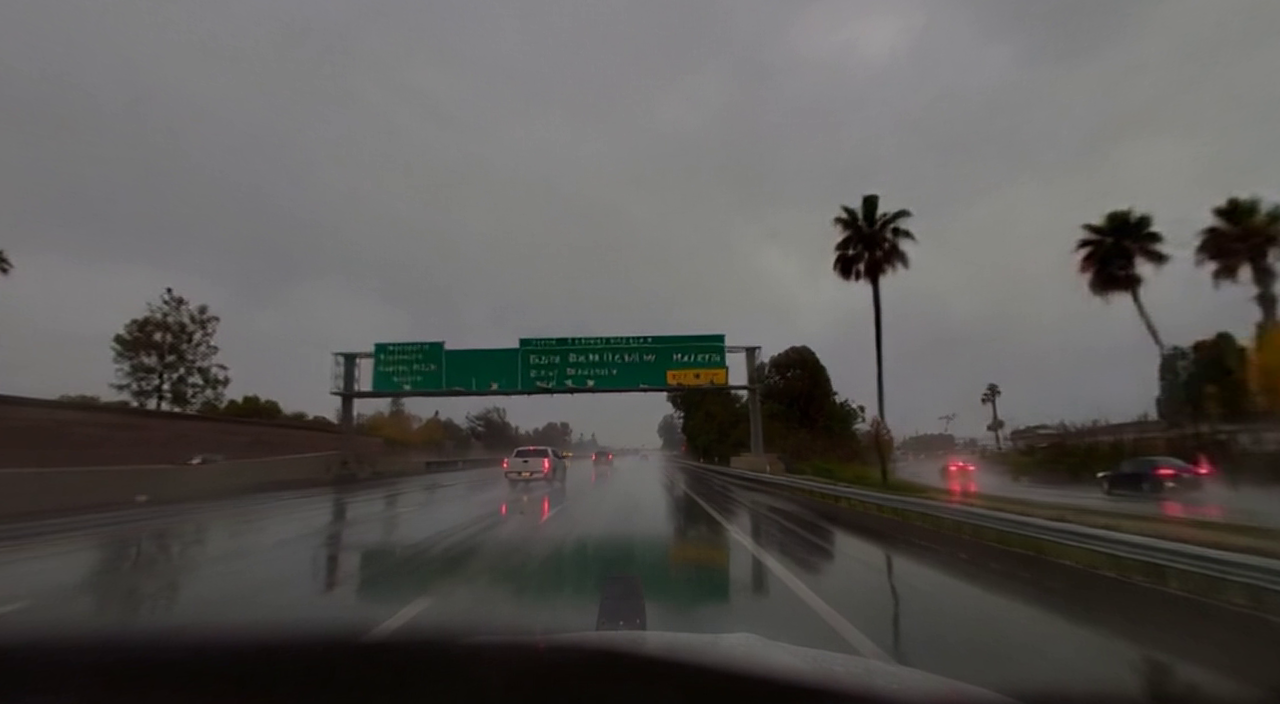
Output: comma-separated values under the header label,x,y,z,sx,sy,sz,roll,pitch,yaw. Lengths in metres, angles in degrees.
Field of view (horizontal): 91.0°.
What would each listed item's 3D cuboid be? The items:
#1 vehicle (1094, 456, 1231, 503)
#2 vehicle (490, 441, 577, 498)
label,x,y,z,sx,sy,sz,roll,pitch,yaw
vehicle,22.758,5.518,27.780,2.033,1.794,5.116,-1,-9,6
vehicle,-3.606,4.089,22.320,2.162,1.747,4.791,0,-9,1
